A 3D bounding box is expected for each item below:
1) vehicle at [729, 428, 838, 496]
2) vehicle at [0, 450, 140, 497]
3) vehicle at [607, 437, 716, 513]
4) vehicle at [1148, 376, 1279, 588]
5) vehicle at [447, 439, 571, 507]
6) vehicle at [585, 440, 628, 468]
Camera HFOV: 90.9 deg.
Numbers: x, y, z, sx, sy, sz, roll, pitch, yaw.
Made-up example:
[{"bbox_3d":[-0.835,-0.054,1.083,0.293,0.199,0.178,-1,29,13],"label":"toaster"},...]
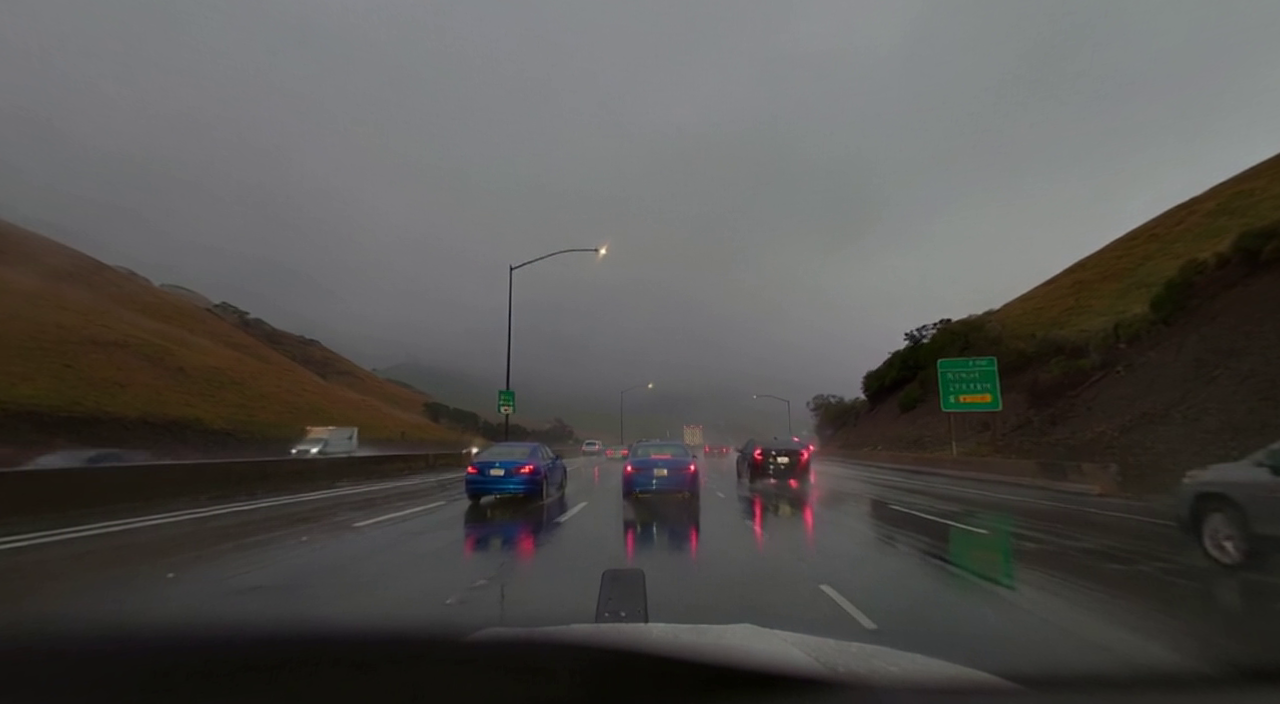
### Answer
[{"bbox_3d":[3.971,3.140,18.372,2.083,1.693,4.740,0,-8,1],"label":"vehicle"},{"bbox_3d":[-20.136,4.166,22.027,1.790,1.461,4.165,-1,-8,2],"label":"vehicle"},{"bbox_3d":[0.454,2.644,14.018,2.072,1.431,3.904,-1,-8,2],"label":"vehicle"},{"bbox_3d":[6.692,0.969,4.414,2.210,1.831,4.843,0,-8,0],"label":"vehicle"},{"bbox_3d":[-3.068,2.932,15.811,2.017,1.446,4.384,-1,-8,2],"label":"vehicle"},{"bbox_3d":[-1.976,6.152,38.196,2.034,1.572,4.444,-1,-8,4],"label":"vehicle"}]
